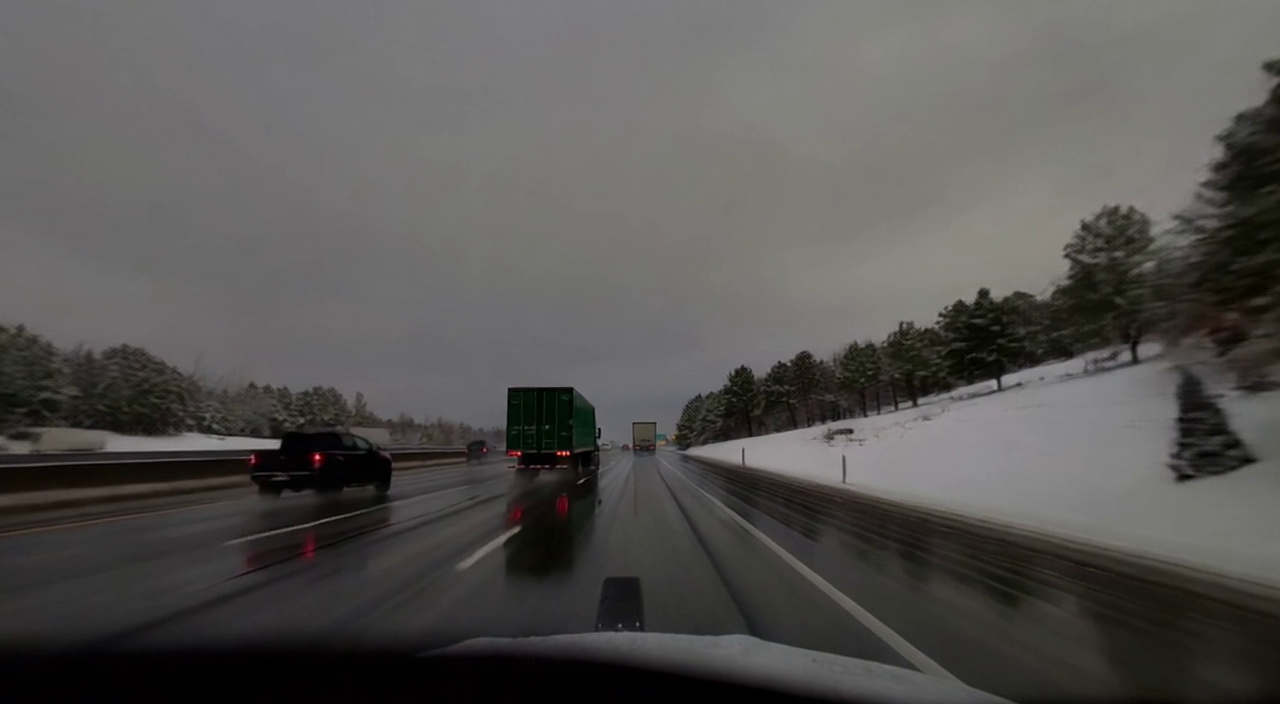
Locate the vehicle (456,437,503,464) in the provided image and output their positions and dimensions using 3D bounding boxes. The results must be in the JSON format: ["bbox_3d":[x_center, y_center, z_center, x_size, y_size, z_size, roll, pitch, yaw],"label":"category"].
[{"bbox_3d":[-10.683,6.591,42.148,1.964,1.652,4.071,1,-8,1],"label":"vehicle"}]

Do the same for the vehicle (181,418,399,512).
[{"bbox_3d":[-7.481,2.476,14.213,2.125,1.725,4.715,1,-8,1],"label":"vehicle"}]

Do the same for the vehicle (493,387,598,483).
[{"bbox_3d":[-3.606,3.667,27.257,2.789,3.271,10.894,1,-8,0],"label":"vehicle"}]
